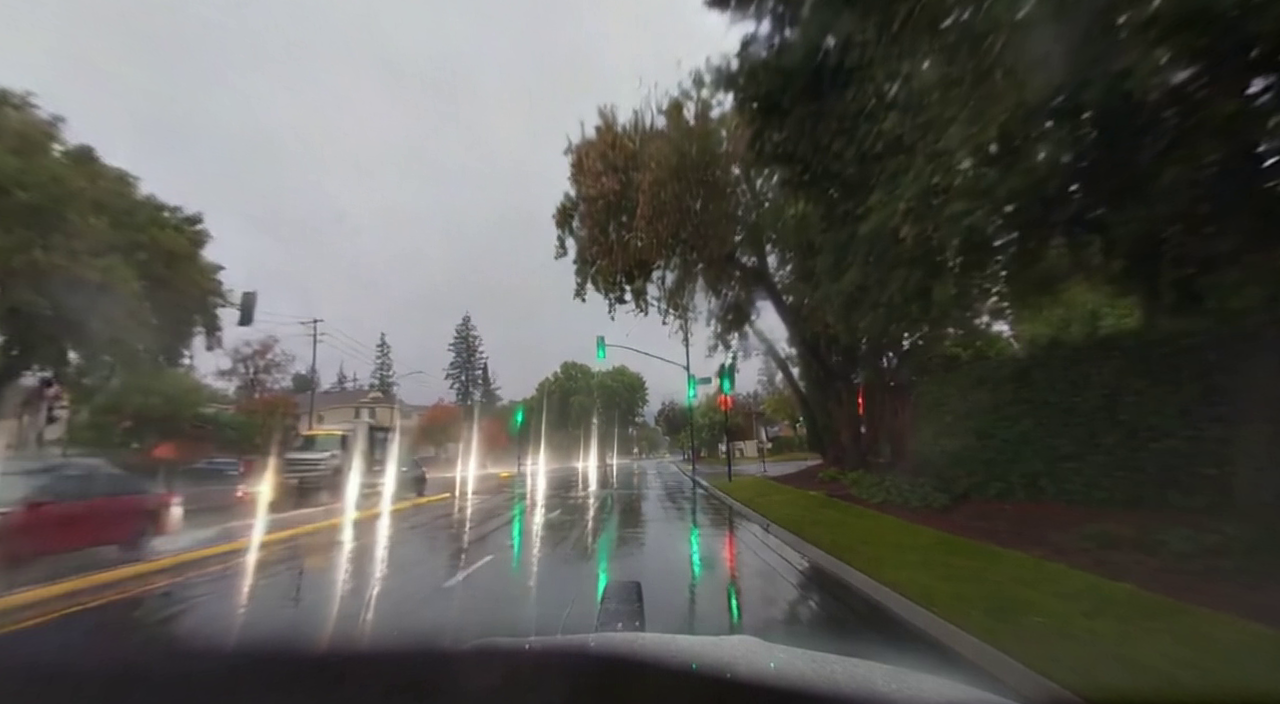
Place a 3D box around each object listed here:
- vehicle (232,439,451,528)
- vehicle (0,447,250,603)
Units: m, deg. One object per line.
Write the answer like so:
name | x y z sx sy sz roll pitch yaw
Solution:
vehicle | -7.038 3.156 16.136 2.308 1.755 6.571 -1 -8 1
vehicle | -7.197 1.921 7.648 1.968 1.485 4.558 -1 -8 1
